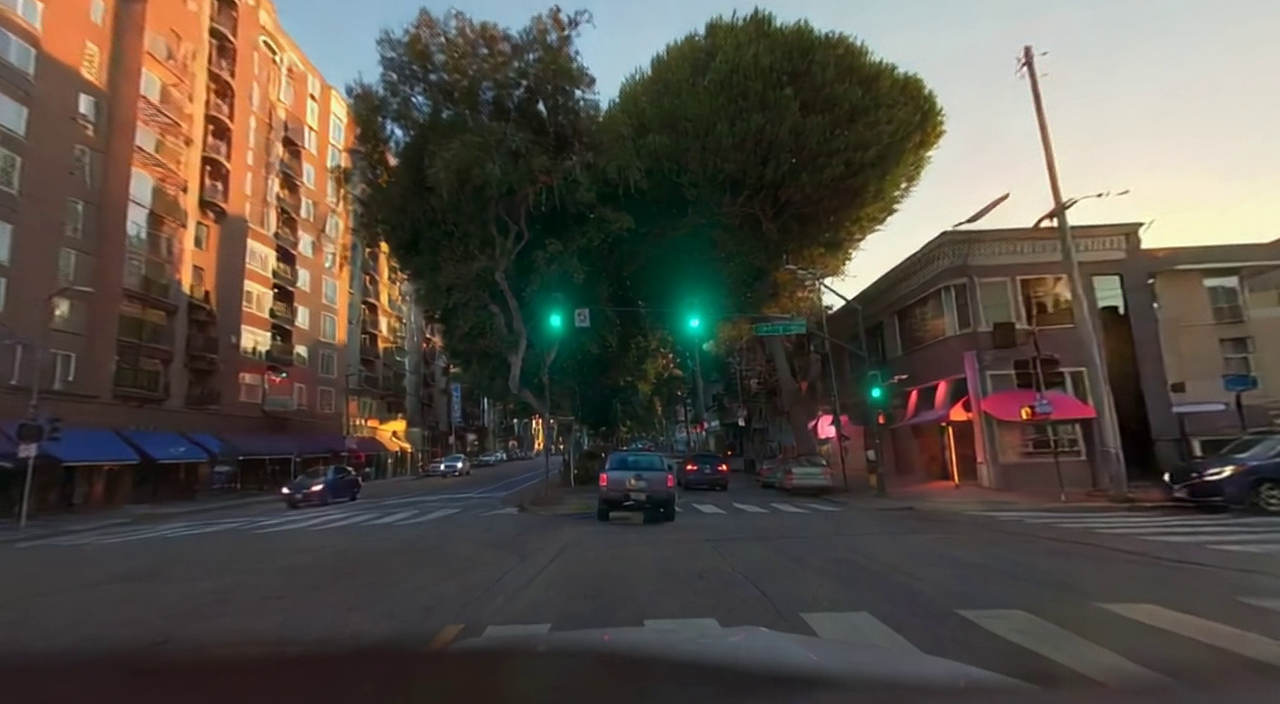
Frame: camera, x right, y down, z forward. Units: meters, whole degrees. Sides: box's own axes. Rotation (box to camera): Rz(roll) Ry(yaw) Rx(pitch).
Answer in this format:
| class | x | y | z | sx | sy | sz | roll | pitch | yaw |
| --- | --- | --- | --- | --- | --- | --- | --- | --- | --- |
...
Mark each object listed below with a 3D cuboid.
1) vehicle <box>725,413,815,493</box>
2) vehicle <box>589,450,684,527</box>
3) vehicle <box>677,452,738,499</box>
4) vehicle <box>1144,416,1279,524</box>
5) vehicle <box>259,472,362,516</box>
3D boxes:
| class | x | y | z | sx | sy | sz | roll | pitch | yaw |
| --- | --- | --- | --- | --- | --- | --- | --- | --- | --- |
| vehicle | 6.087 | 4.870 | 30.732 | 2.803 | 3.401 | 6.688 | 0 | -9 | -1 |
| vehicle | -0.079 | 3.512 | 16.864 | 2.209 | 1.748 | 4.130 | 0 | -9 | 0 |
| vehicle | 2.726 | 5.127 | 26.553 | 1.939 | 1.746 | 4.091 | 0 | -9 | -2 |
| vehicle | 13.839 | 2.343 | 12.757 | 5.156 | 2.005 | 2.122 | -1 | -9 | 6 |
| vehicle | -14.248 | 6.138 | 27.653 | 2.043 | 1.526 | 4.617 | 0 | -9 | -1 |
